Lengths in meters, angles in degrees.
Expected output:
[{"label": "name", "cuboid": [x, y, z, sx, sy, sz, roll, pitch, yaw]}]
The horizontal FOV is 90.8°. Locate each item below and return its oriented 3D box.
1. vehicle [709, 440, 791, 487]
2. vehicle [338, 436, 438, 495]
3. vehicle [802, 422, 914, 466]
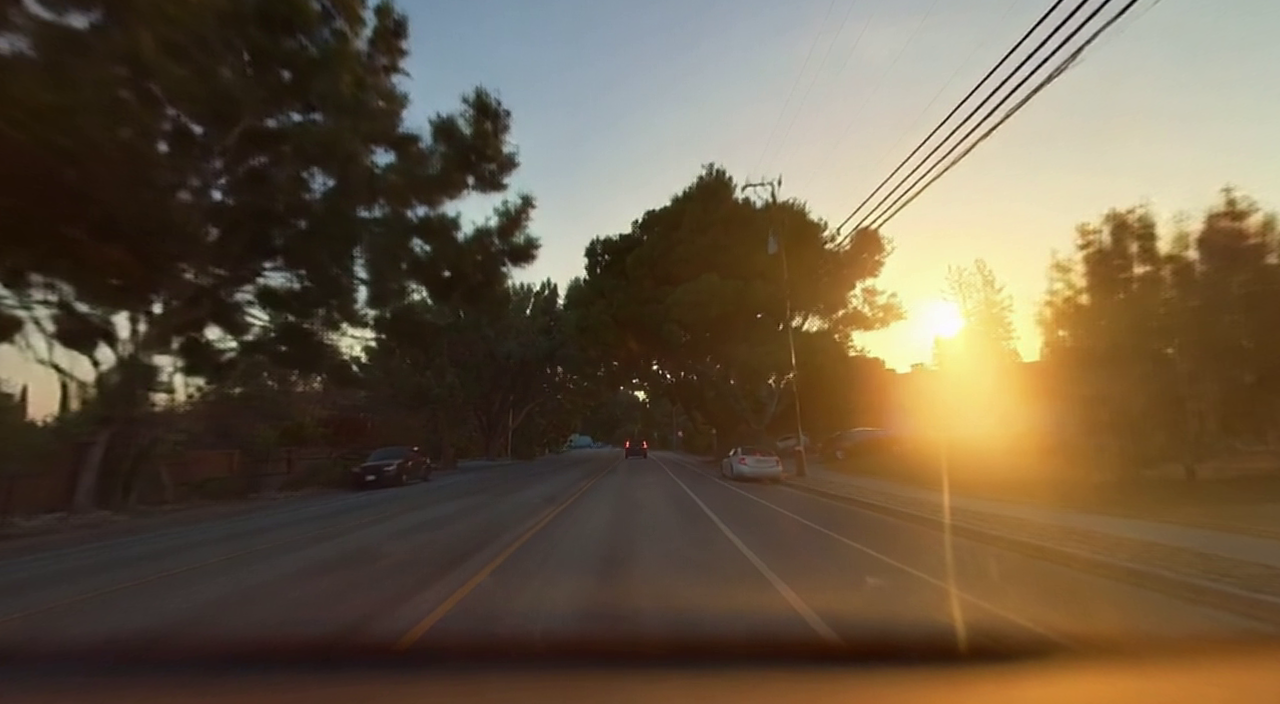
[{"label": "vehicle", "cuboid": [3.887, 4.044, 23.248, 2.167, 1.535, 4.464, 0, -8, -1]}, {"label": "vehicle", "cuboid": [-10.974, 4.940, 28.034, 2.111, 2.050, 5.328, -8, -8, -1]}, {"label": "vehicle", "cuboid": [10.788, 4.593, 31.478, 4.709, 1.743, 1.965, -3, -8, -8]}]
